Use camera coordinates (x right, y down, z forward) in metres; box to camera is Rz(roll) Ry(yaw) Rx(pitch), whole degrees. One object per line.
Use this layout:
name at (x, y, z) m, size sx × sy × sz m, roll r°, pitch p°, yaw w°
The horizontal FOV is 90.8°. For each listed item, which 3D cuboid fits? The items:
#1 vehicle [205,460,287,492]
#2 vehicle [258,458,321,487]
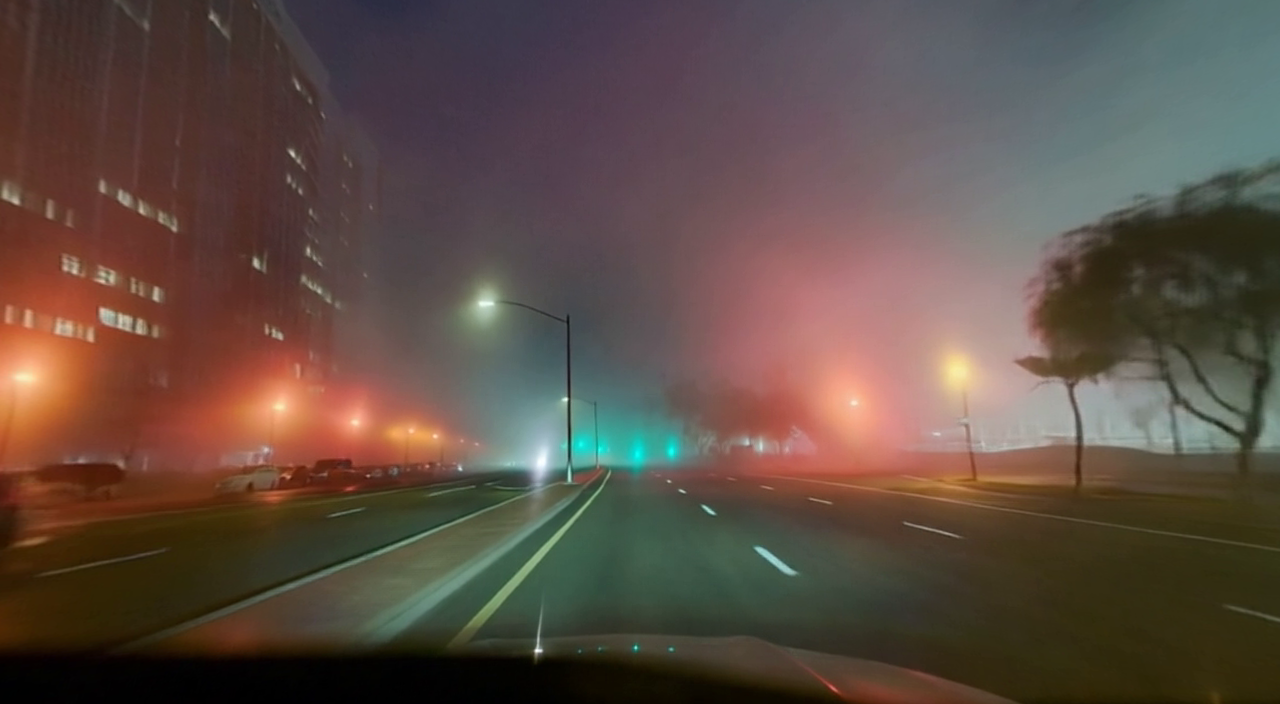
vehicle at (-25.483, 8.033, 41.157) m, size 2.099 × 1.814 × 5.092 m, roll 0°, pitch -8°, yaw -1°
vehicle at (-25.878, 8.902, 46.910) m, size 2.136 × 1.843 × 5.019 m, roll 0°, pitch -8°, yaw -5°
